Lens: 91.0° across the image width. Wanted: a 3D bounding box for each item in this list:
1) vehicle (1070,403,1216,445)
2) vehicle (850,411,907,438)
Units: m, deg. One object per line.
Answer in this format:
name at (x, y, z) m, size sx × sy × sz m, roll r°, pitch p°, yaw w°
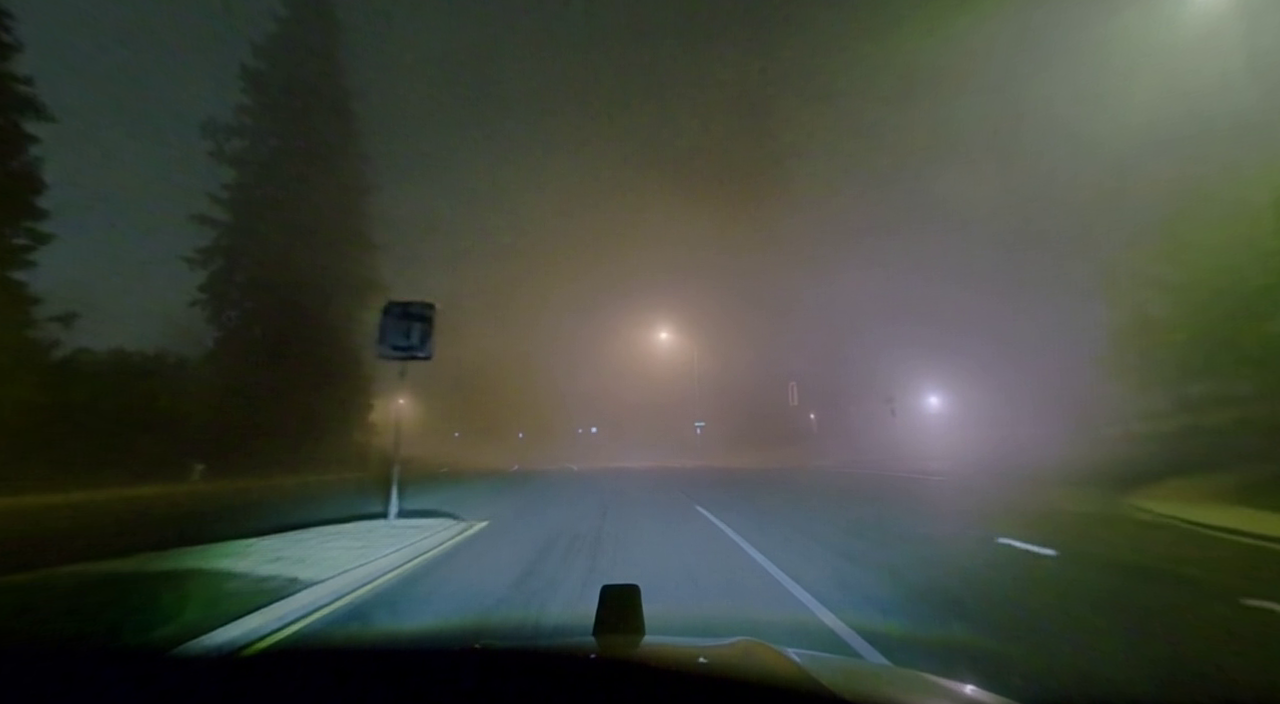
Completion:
vehicle at (20.747, 3.062, 26.268) m, size 4.499 × 1.627 × 2.003 m, roll -5°, pitch -10°, yaw 33°
vehicle at (17.528, 5.375, 46.209) m, size 4.740 × 1.779 × 2.023 m, roll 8°, pitch -12°, yaw -44°
